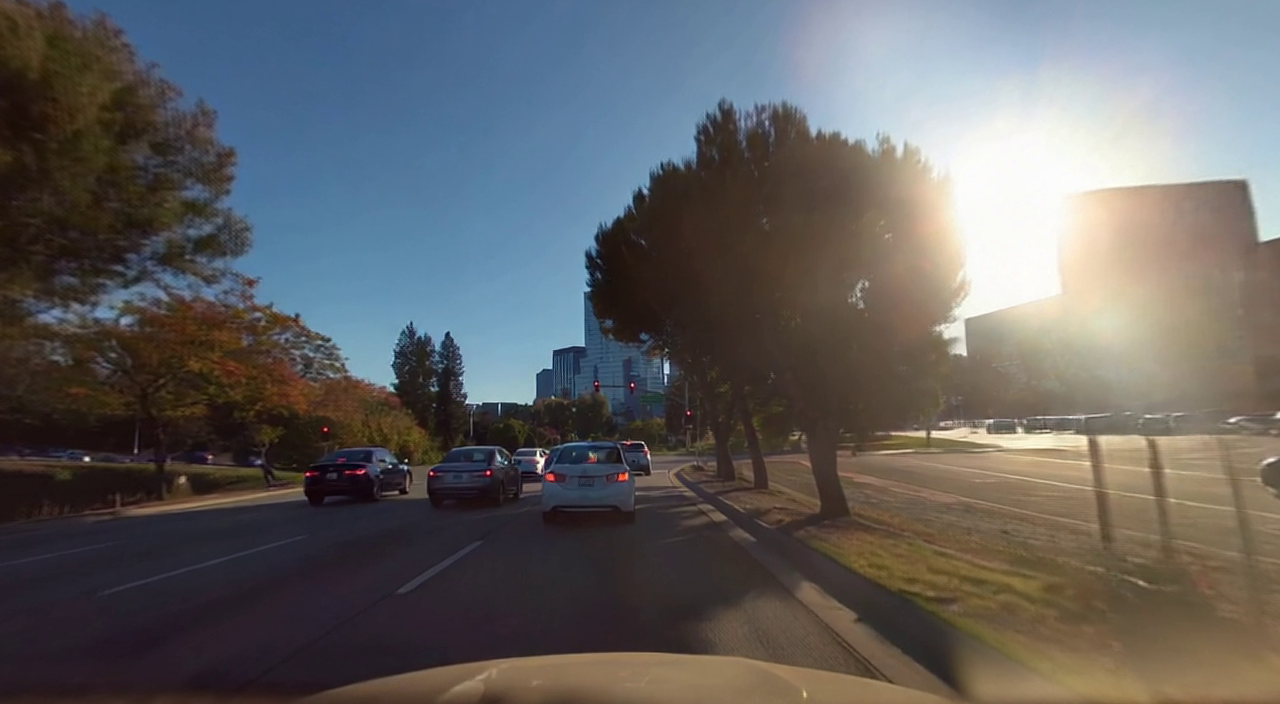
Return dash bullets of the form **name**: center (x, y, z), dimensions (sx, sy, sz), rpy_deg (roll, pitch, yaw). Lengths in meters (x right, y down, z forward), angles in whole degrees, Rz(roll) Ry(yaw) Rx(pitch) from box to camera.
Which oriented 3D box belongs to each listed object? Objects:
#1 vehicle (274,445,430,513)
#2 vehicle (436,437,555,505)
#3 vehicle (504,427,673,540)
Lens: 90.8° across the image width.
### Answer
- **vehicle**: center (-7.030, 3.111, 16.053), dimensions (1.852, 1.458, 4.422), rpy_deg (0, -9, 0)
- **vehicle**: center (-3.511, 2.979, 16.296), dimensions (1.920, 1.480, 4.549), rpy_deg (0, -9, 1)
- **vehicle**: center (-0.703, 2.075, 10.639), dimensions (2.231, 1.481, 4.489), rpy_deg (0, -9, -1)
